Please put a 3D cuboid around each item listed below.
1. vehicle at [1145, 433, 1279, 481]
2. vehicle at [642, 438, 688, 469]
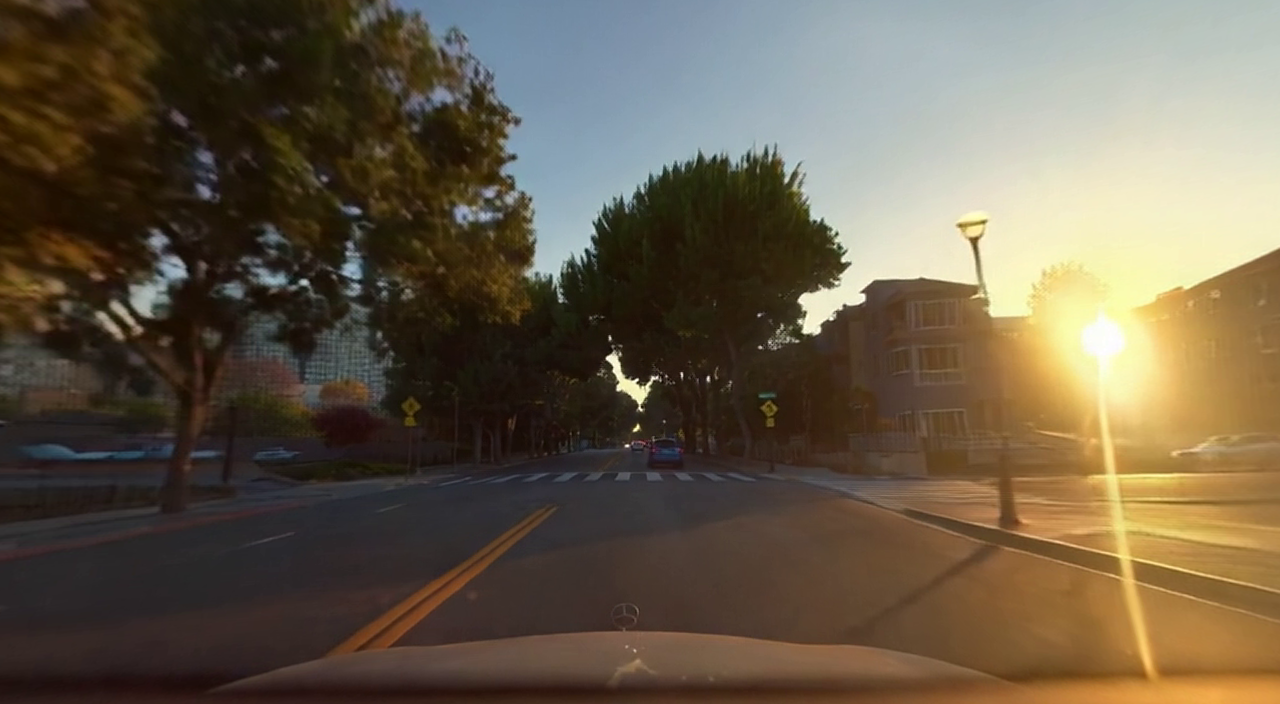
[{"bbox_3d":[23.956,4.256,25.703,4.676,1.775,2.085,-2,-9,2],"label":"vehicle"},{"bbox_3d":[1.396,5.889,36.733,1.981,1.703,3.691,1,-9,-8],"label":"vehicle"}]
